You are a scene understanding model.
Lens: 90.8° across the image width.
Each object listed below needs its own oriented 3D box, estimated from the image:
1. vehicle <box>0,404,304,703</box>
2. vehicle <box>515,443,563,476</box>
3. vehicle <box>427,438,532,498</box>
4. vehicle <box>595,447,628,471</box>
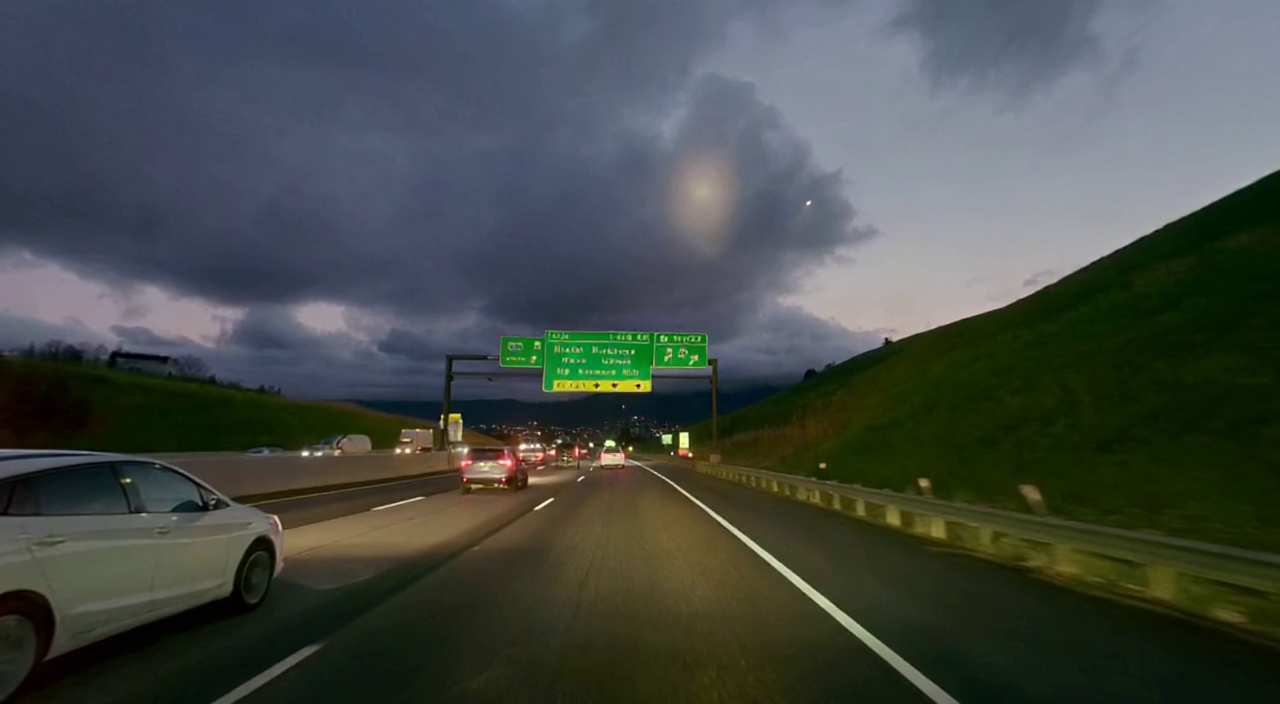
[{"bbox_3d":[-3.815,1.067,3.322,1.892,1.492,3.940,0,-9,0],"label":"vehicle"},{"bbox_3d":[-5.406,5.798,34.270,2.118,1.624,4.032,0,-9,-2],"label":"vehicle"},{"bbox_3d":[-4.826,3.552,19.638,2.208,1.619,4.162,0,-9,-1],"label":"vehicle"},{"bbox_3d":[-1.896,6.895,40.910,1.988,1.440,4.201,0,-9,-4],"label":"vehicle"}]
